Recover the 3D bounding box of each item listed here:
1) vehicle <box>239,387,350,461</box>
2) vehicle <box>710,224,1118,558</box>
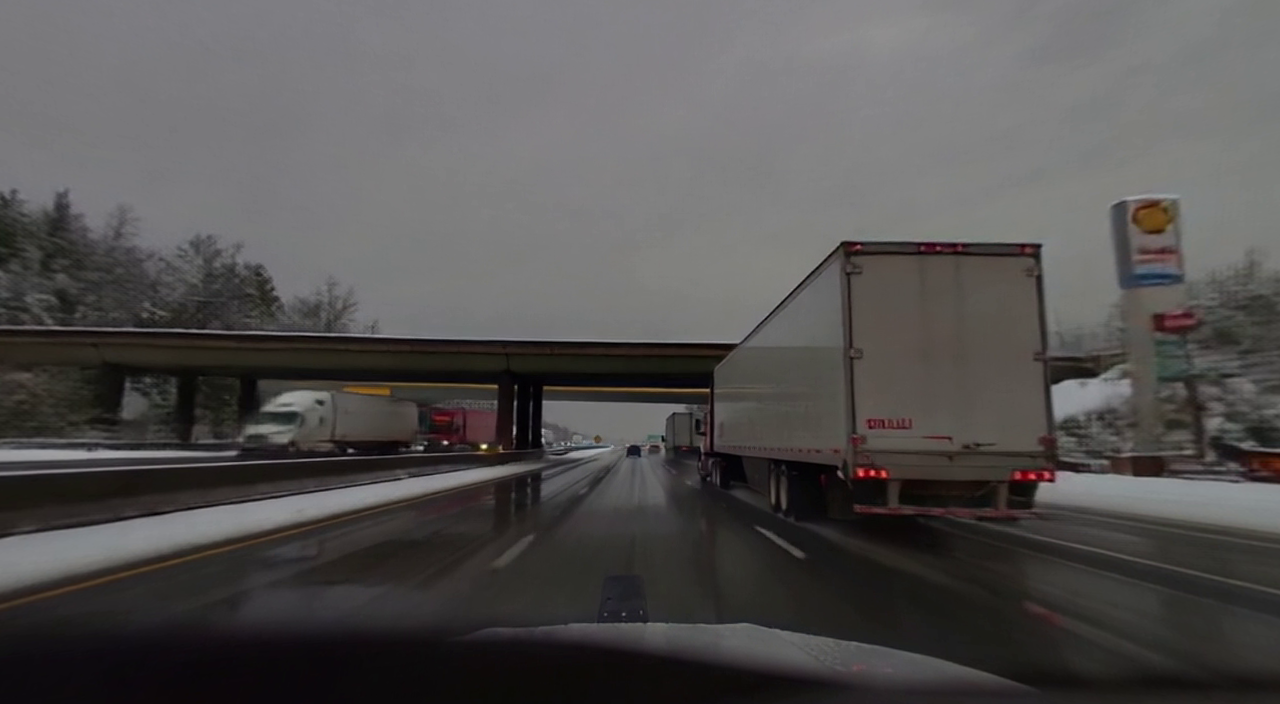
[{"bbox_3d":[-19.678,4.237,36.400,2.953,3.898,5.804,0,-9,0],"label":"vehicle"},{"bbox_3d":[3.963,1.443,14.481,2.922,3.987,14.038,0,-9,-1],"label":"vehicle"}]
